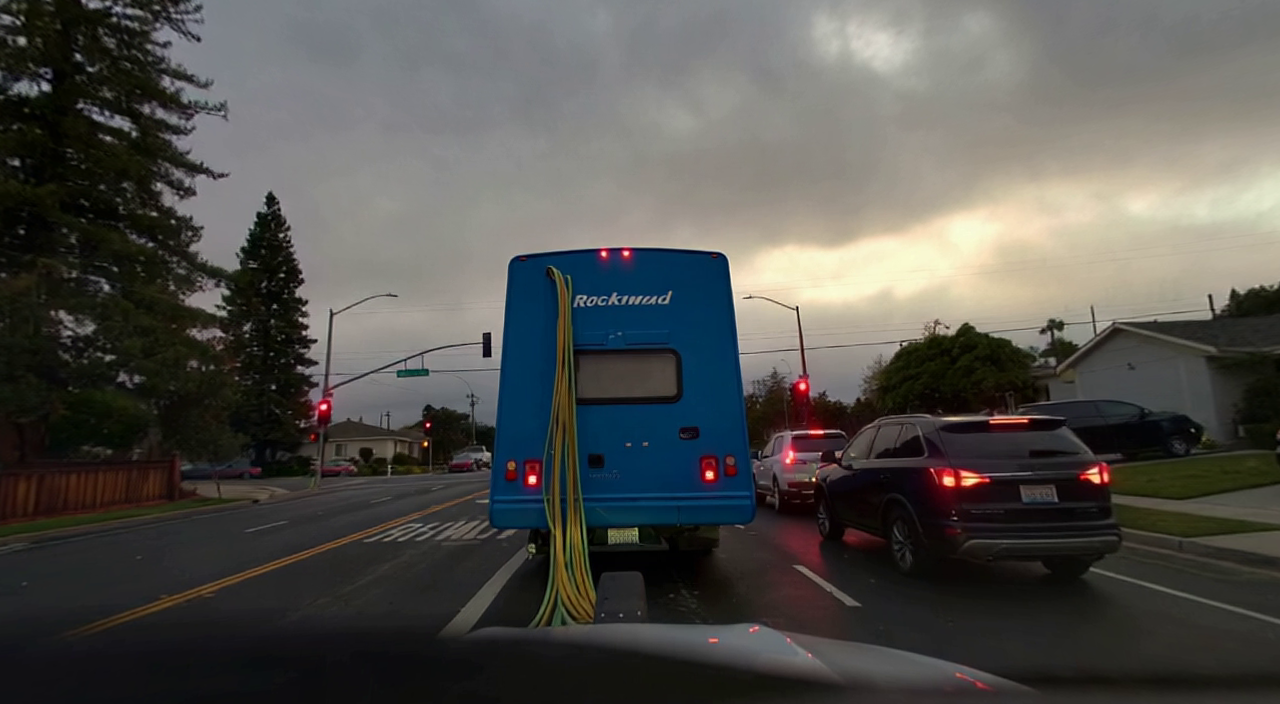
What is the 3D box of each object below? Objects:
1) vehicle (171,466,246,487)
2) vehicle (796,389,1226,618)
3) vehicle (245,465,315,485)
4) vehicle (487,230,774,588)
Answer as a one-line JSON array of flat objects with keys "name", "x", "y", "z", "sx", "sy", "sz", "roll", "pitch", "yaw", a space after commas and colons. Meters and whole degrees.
[{"name": "vehicle", "x": -32.703, "y": 9.408, "z": 47.949, "sx": 4.311, "sy": 1.458, "sz": 1.707, "roll": 0, "pitch": -9, "yaw": -3}, {"name": "vehicle", "x": 3.401, "y": 1.491, "z": 7.119, "sx": 2.104, "sy": 1.735, "sz": 4.408, "roll": 0, "pitch": -9, "yaw": 0}, {"name": "vehicle", "x": -27.420, "y": 9.356, "z": 48.140, "sx": 4.187, "sy": 1.445, "sz": 1.809, "roll": 0, "pitch": -9, "yaw": 0}, {"name": "vehicle", "x": -0.091, "y": 1.097, "z": 10.280, "sx": 2.709, "sy": 3.511, "sz": 8.213, "roll": 0, "pitch": -9, "yaw": 0}]
